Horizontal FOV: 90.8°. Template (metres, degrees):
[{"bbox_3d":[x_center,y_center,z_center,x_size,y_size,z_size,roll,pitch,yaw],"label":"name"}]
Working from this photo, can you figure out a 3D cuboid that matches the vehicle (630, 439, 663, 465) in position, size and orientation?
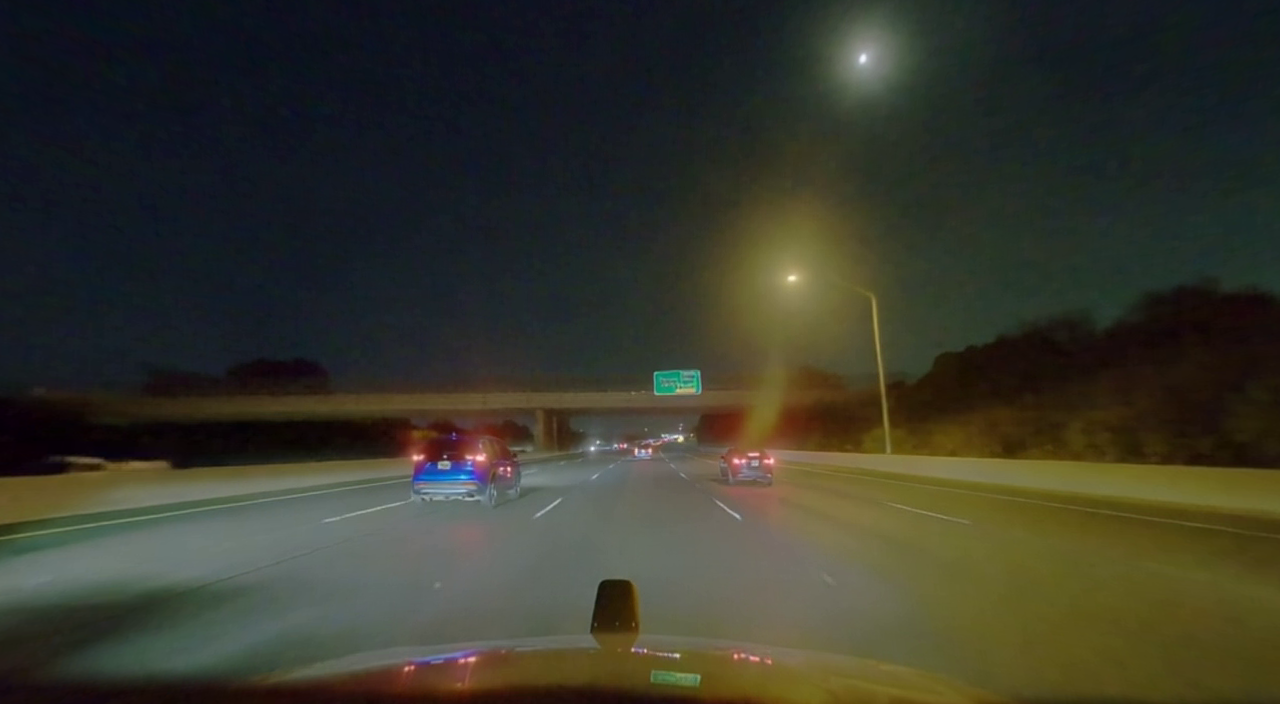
[{"bbox_3d":[0.487,7.722,48.955,2.428,1.841,4.402,0,-8,1],"label":"vehicle"}]

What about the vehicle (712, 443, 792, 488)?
[{"bbox_3d":[3.915,4.025,22.890,2.083,1.453,4.307,0,-8,-1],"label":"vehicle"}]

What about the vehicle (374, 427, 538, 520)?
[{"bbox_3d":[-3.618,2.469,13.354,2.193,1.641,4.077,0,-8,0],"label":"vehicle"}]
